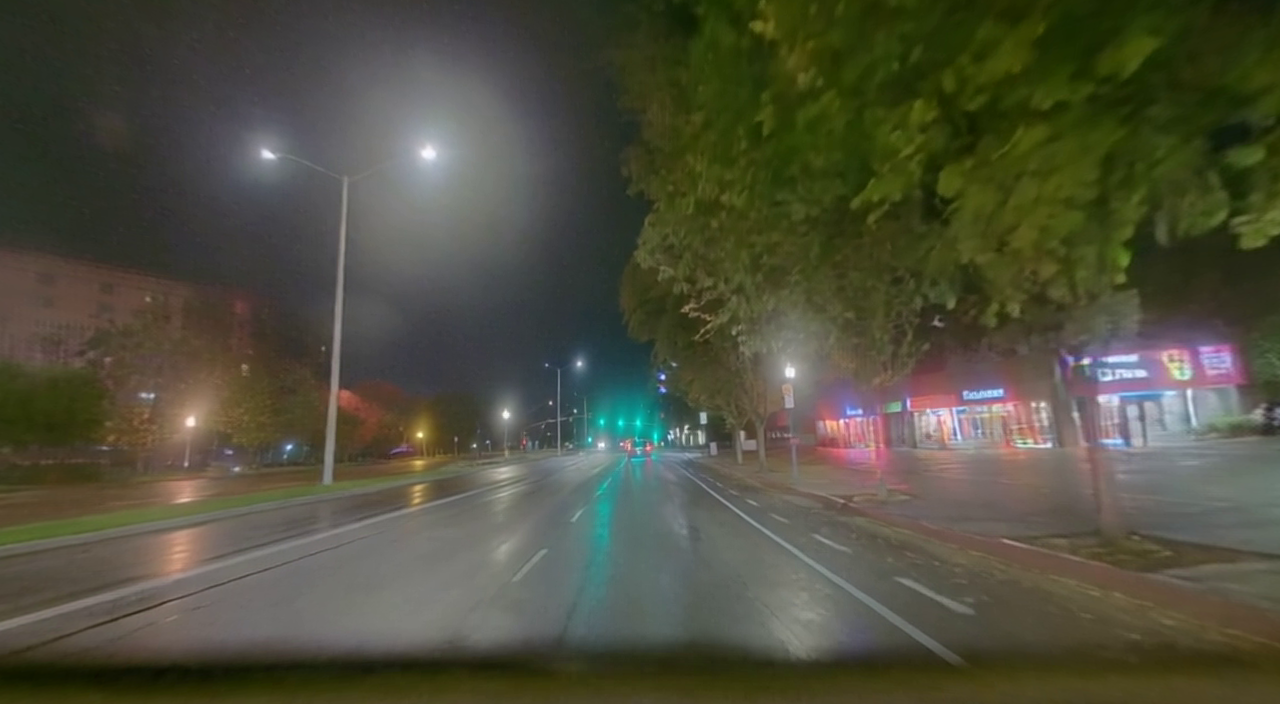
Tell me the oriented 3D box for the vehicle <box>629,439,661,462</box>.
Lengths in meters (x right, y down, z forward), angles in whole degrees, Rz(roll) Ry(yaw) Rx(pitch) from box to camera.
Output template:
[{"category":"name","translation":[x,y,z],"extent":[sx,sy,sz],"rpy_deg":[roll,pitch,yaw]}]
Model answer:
[{"category":"vehicle","translation":[0.297,6.739,43.432],"extent":[2.115,1.461,3.976],"rpy_deg":[0,-8,-1]}]
